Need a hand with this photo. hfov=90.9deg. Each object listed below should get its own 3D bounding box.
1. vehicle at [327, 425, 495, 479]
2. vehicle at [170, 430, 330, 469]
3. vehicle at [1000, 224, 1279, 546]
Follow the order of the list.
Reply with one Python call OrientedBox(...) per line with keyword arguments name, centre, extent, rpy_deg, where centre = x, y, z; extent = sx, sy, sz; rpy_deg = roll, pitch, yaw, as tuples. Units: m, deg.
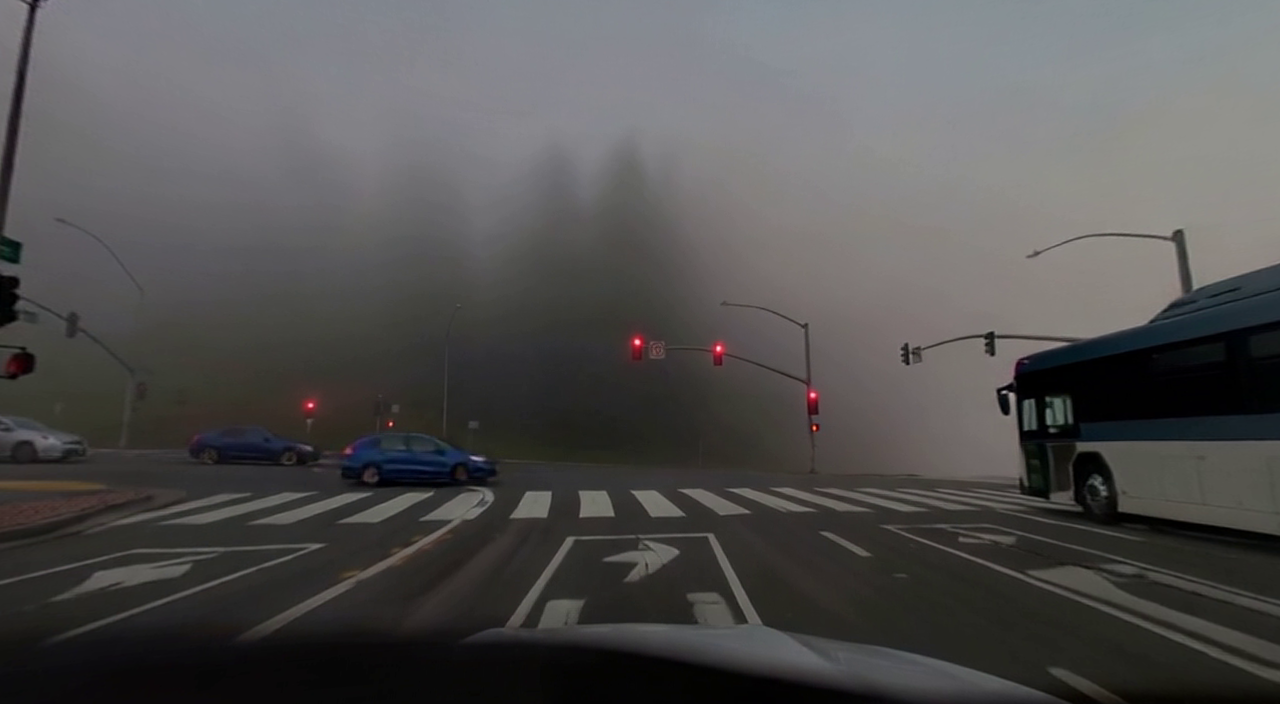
OrientedBox(name="vehicle", centre=(-7.583, 3.393, 21.283), extent=(5.014, 1.675, 1.906), rpy_deg=(4, -9, -18))
OrientedBox(name="vehicle", centre=(-15.854, 3.990, 25.988), extent=(5.203, 1.488, 1.907), rpy_deg=(3, -9, -18))
OrientedBox(name="vehicle", centre=(9.550, 0.468, 8.222), extent=(2.916, 4.009, 13.397), rpy_deg=(0, -8, 5))
